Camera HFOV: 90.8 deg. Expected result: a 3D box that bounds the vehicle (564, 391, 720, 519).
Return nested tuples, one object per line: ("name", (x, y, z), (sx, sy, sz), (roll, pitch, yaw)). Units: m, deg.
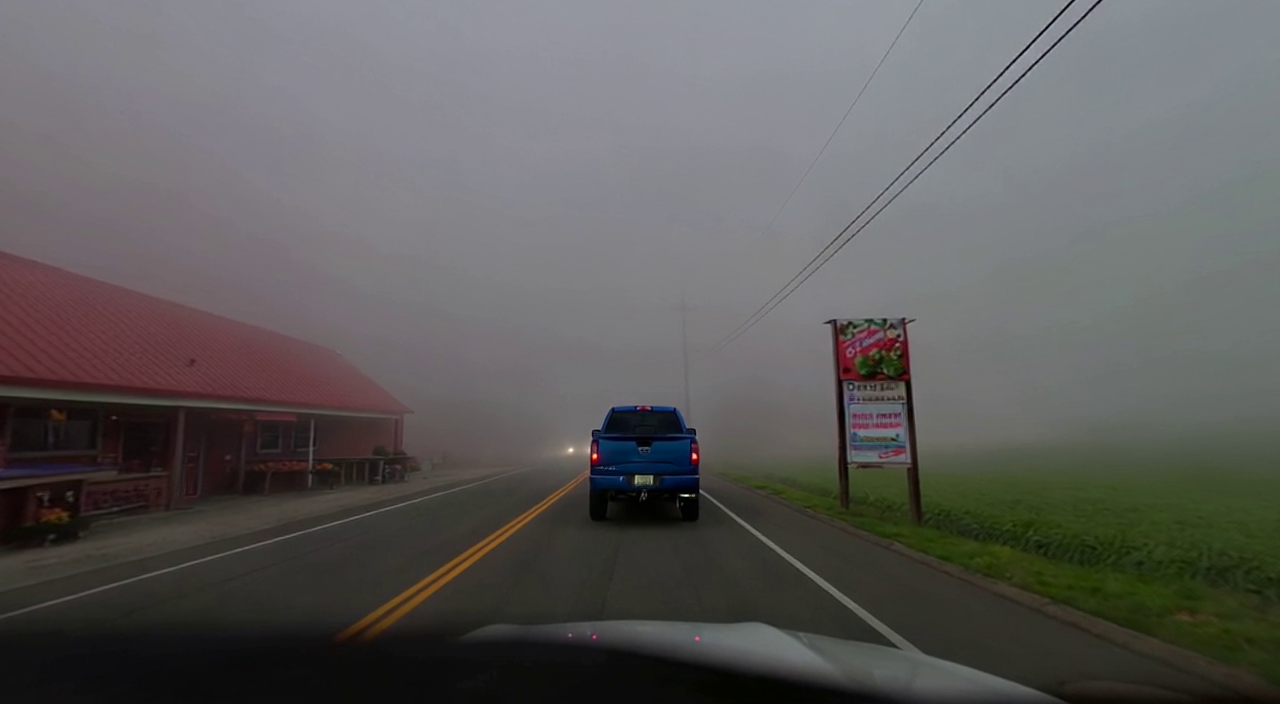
("vehicle", (-0.045, 2.223, 14.018), (2.693, 2.223, 5.885), (0, -8, -2))
